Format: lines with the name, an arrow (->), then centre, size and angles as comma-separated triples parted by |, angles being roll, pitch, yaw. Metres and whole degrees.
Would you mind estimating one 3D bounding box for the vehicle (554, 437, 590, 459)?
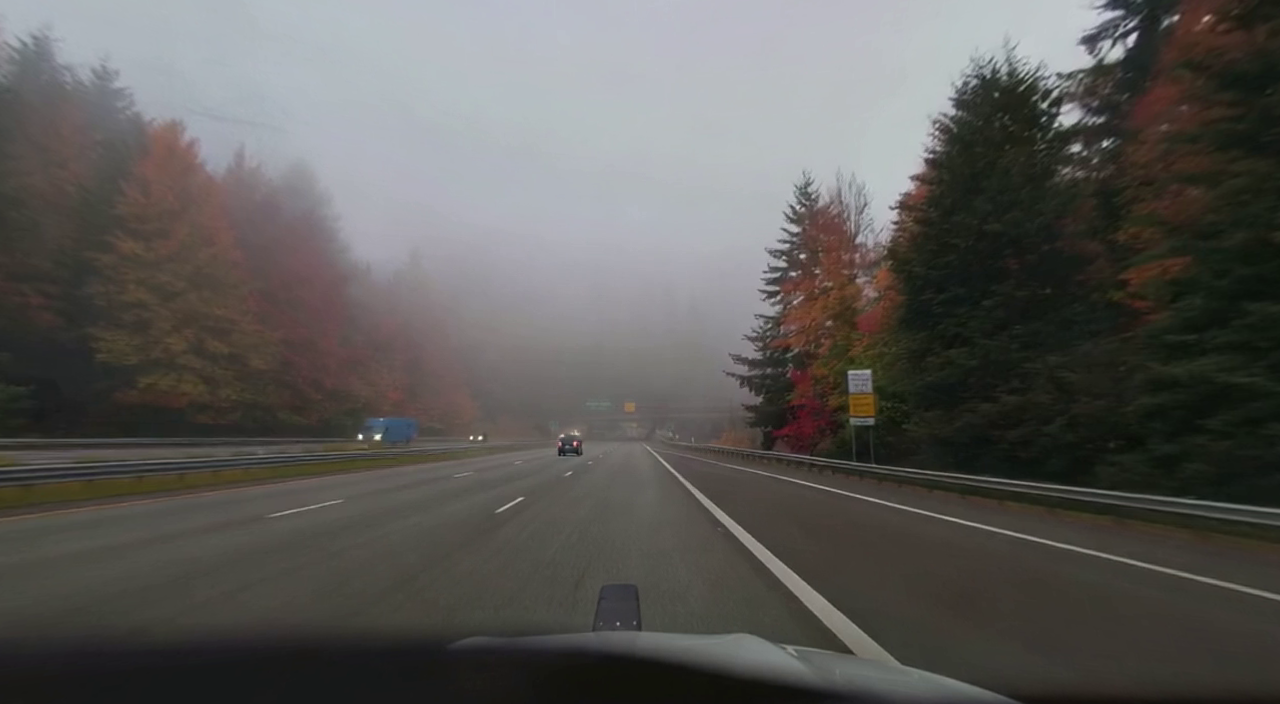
vehicle -> -4.911, 6.961, 45.773 | 2.162, 1.491, 4.062 | 0, -8, 0
